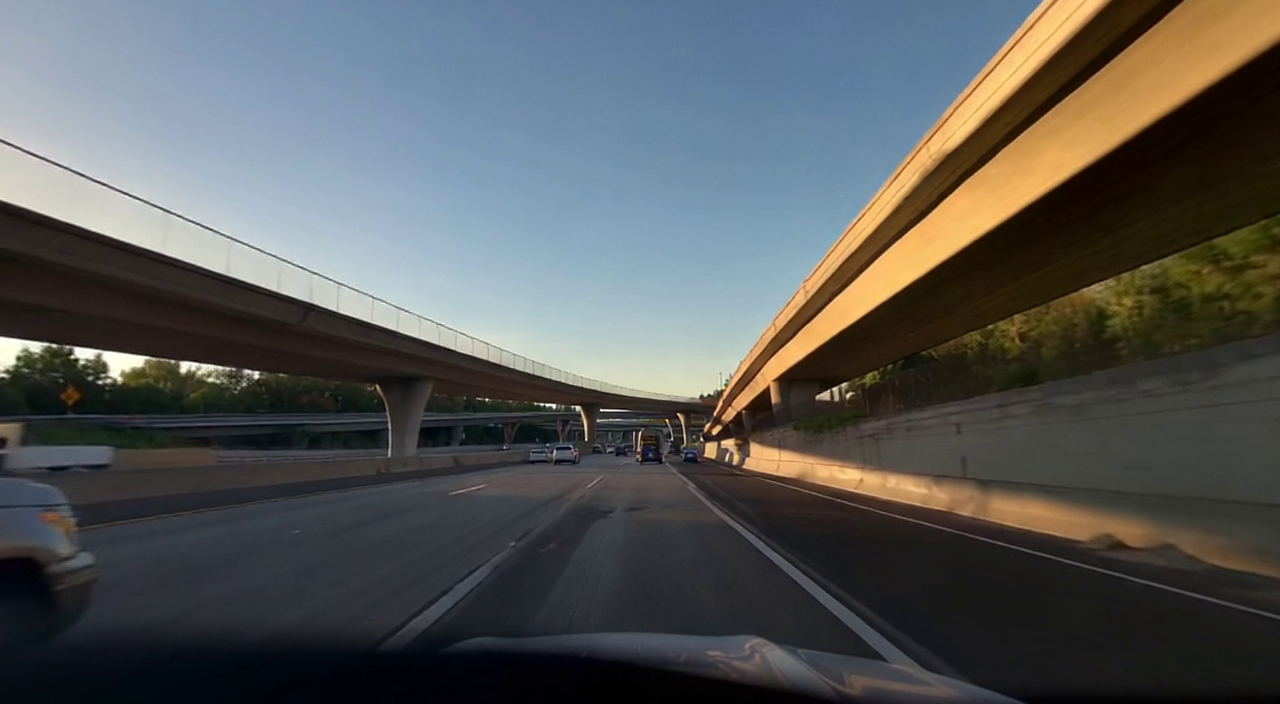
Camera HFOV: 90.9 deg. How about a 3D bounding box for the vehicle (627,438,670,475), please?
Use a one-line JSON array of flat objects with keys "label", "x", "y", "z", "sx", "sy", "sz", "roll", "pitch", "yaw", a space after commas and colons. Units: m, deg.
[{"label": "vehicle", "x": 0.373, "y": 5.277, "z": 32.043, "sx": 2.052, "sy": 1.711, "sz": 4.223, "roll": 0, "pitch": -9, "yaw": 0}]
